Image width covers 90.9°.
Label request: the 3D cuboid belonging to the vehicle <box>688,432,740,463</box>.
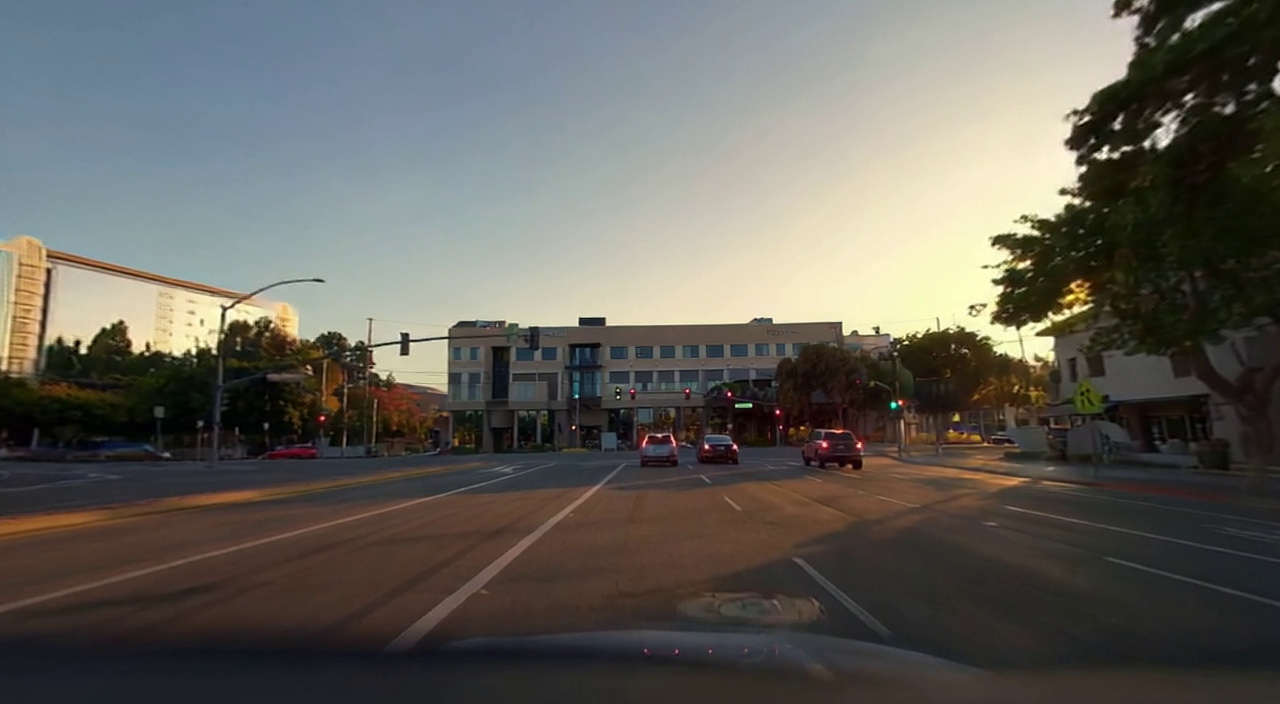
[{"bbox_3d":[3.598,4.766,31.442,1.994,1.436,4.169,0,-8,-1],"label":"vehicle"}]

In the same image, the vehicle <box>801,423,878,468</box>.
[{"bbox_3d":[9.039,4.285,29.077,2.132,1.892,4.851,-1,-8,3],"label":"vehicle"}]

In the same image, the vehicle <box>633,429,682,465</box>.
[{"bbox_3d":[0.785,4.414,29.243,2.099,1.516,4.681,0,-8,1],"label":"vehicle"}]

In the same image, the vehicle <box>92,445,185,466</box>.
[{"bbox_3d":[-34.130,7.048,43.005,4.448,1.422,1.890,2,-9,-12],"label":"vehicle"}]
